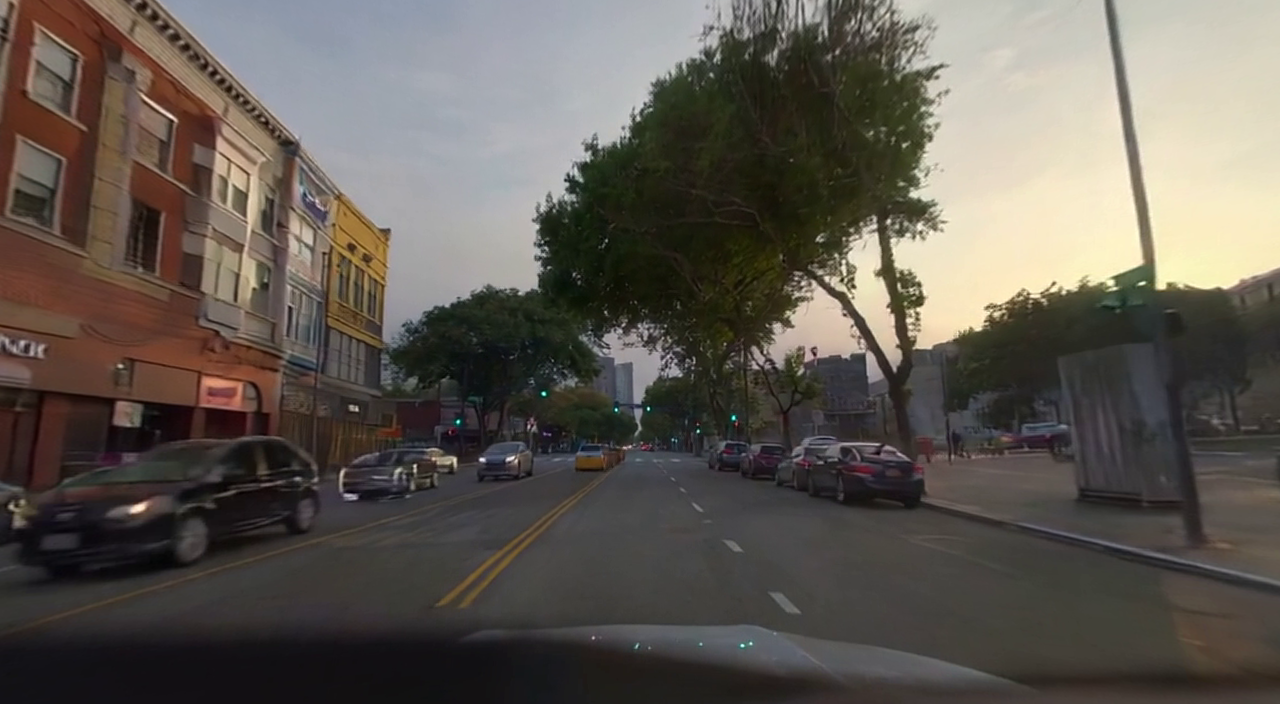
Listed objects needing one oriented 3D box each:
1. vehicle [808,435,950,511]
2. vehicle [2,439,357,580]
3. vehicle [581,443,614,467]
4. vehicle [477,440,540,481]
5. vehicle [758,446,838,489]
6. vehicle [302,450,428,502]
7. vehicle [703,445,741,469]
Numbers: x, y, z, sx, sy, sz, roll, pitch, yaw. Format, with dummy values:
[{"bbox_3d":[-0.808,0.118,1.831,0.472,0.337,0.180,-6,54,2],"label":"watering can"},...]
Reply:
[{"bbox_3d":[6.070,3.099,16.720,2.047,1.720,4.353,0,-9,0],"label":"vehicle"},{"bbox_3d":[-6.089,2.074,9.222,1.898,1.532,4.337,0,-9,0],"label":"vehicle"},{"bbox_3d":[-3.230,7.938,48.852,2.168,1.784,4.681,0,-9,1],"label":"vehicle"},{"bbox_3d":[-6.115,5.097,29.922,2.020,1.754,4.442,0,-9,0],"label":"vehicle"},{"bbox_3d":[5.877,4.327,24.108,1.834,1.454,4.410,0,-9,-1],"label":"vehicle"},{"bbox_3d":[-9.001,4.072,21.231,2.191,1.472,4.684,0,-9,-1],"label":"vehicle"},{"bbox_3d":[5.754,7.408,44.776,2.011,1.603,4.395,0,-9,-1],"label":"vehicle"}]
